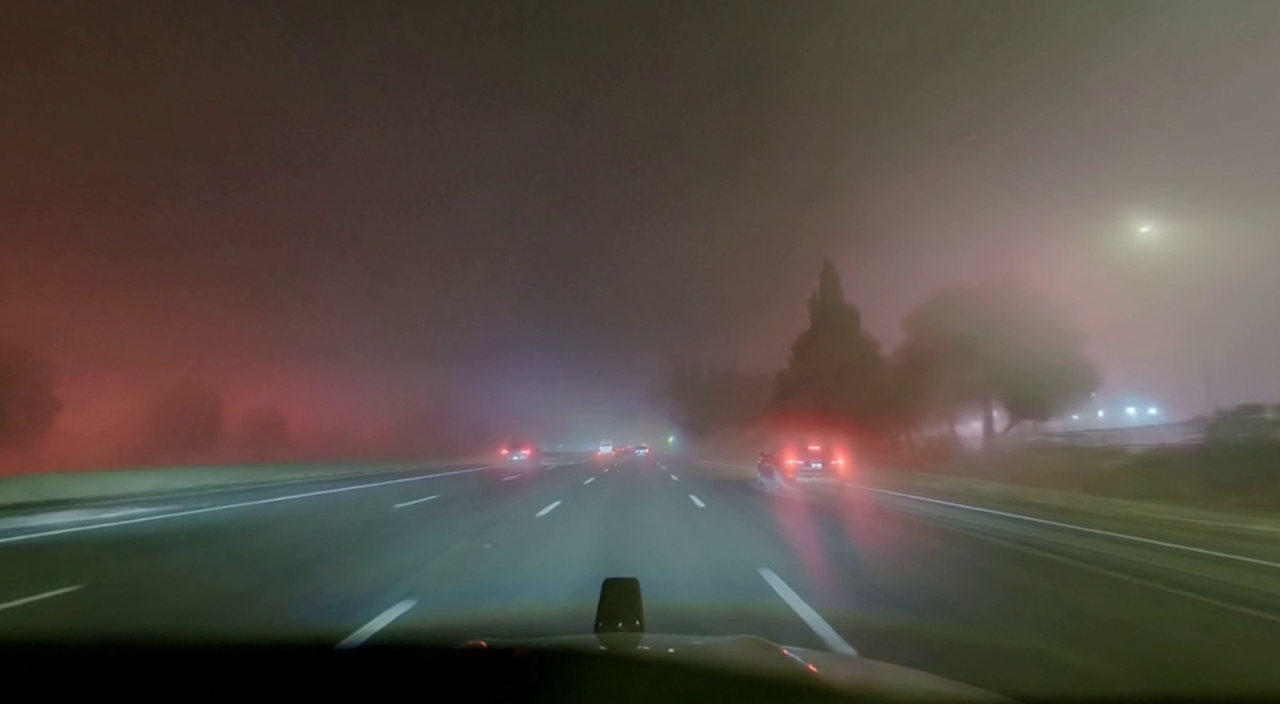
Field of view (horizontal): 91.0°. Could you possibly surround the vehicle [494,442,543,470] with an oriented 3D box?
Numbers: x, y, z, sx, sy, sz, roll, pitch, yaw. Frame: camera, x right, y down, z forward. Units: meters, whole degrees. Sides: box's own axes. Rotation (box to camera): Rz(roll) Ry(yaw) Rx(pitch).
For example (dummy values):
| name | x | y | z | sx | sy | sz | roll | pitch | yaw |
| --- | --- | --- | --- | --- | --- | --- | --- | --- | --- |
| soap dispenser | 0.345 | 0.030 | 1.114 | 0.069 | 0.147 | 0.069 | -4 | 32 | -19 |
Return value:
| name | x | y | z | sx | sy | sz | roll | pitch | yaw |
| --- | --- | --- | --- | --- | --- | --- | --- | --- | --- |
| vehicle | -6.976 | 6.014 | 36.604 | 1.985 | 1.513 | 4.172 | 0 | -8 | 1 |
